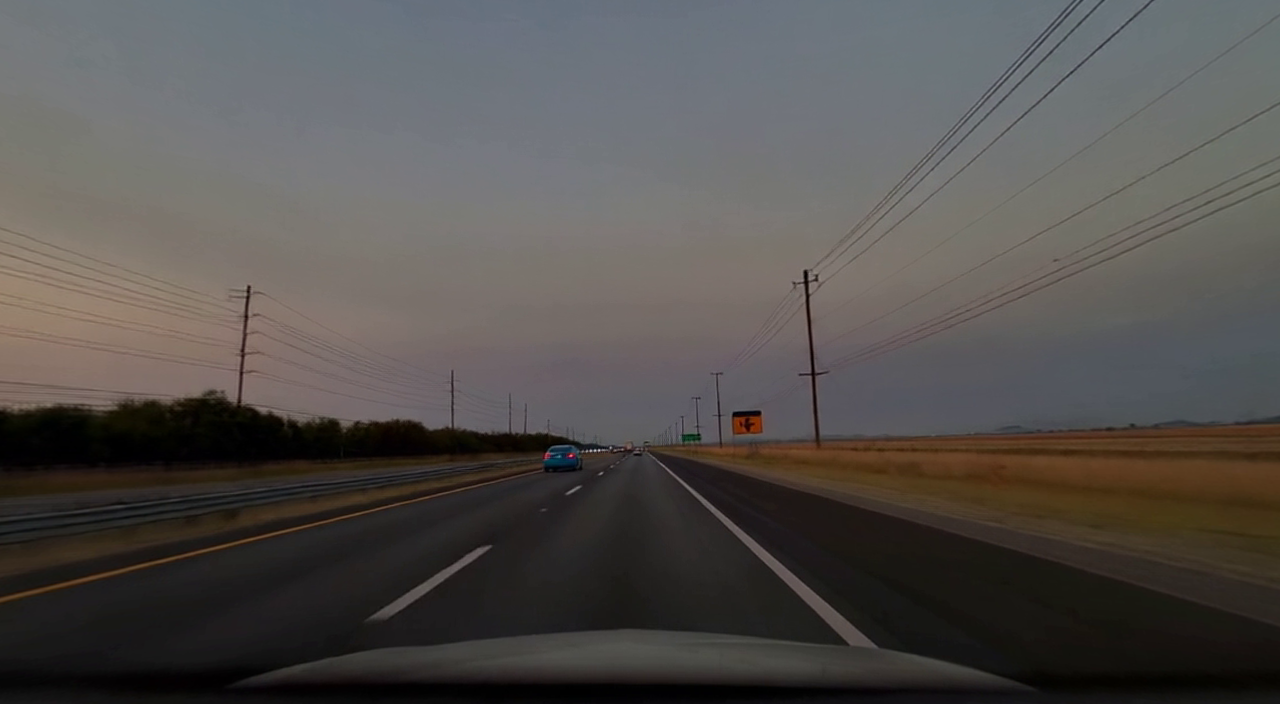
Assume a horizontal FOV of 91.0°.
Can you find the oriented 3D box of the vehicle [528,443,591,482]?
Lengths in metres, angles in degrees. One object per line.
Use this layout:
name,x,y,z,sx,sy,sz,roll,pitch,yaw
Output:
vehicle,-3.456,4.836,27.878,2.106,1.543,4.465,0,-9,1
